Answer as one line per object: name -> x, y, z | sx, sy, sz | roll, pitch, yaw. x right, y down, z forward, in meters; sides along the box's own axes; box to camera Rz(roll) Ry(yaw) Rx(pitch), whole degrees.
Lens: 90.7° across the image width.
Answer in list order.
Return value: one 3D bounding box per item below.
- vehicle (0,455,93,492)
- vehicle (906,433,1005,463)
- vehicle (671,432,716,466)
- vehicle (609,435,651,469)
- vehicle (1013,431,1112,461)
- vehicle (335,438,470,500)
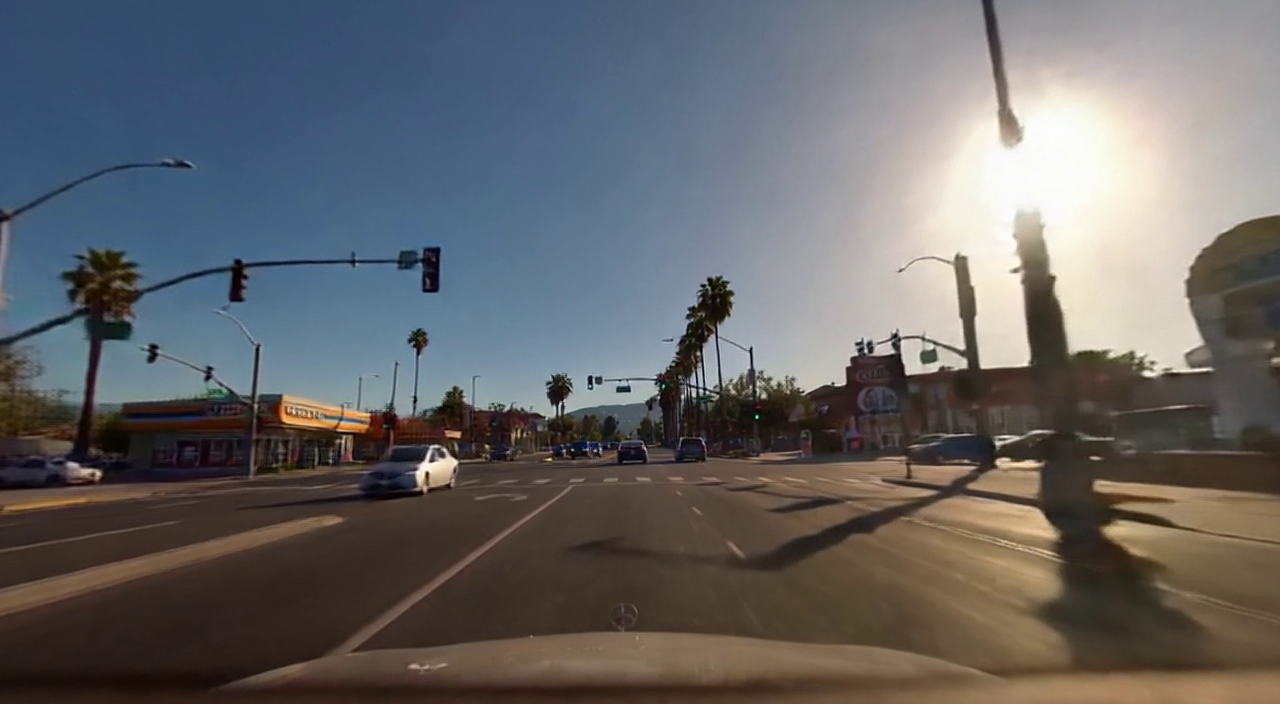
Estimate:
vehicle -> -28.251, 5.569, 28.922 | 4.659, 1.475, 1.910 | -2, -8, -2
vehicle -> 18.585, 5.652, 37.383 | 4.685, 1.704, 2.118 | 0, -8, -2
vehicle -> 3.161, 5.952, 38.820 | 2.190, 1.913, 5.174 | 0, -8, -1
vehicle -> -0.528, 5.513, 35.071 | 2.177, 1.754, 3.815 | 0, -8, -1
vehicle -> 24.966, 5.577, 37.502 | 4.398, 1.700, 2.012 | 0, -9, -3
vehicle -> -6.319, 3.154, 17.509 | 1.979, 1.480, 4.553 | 0, -8, 0
